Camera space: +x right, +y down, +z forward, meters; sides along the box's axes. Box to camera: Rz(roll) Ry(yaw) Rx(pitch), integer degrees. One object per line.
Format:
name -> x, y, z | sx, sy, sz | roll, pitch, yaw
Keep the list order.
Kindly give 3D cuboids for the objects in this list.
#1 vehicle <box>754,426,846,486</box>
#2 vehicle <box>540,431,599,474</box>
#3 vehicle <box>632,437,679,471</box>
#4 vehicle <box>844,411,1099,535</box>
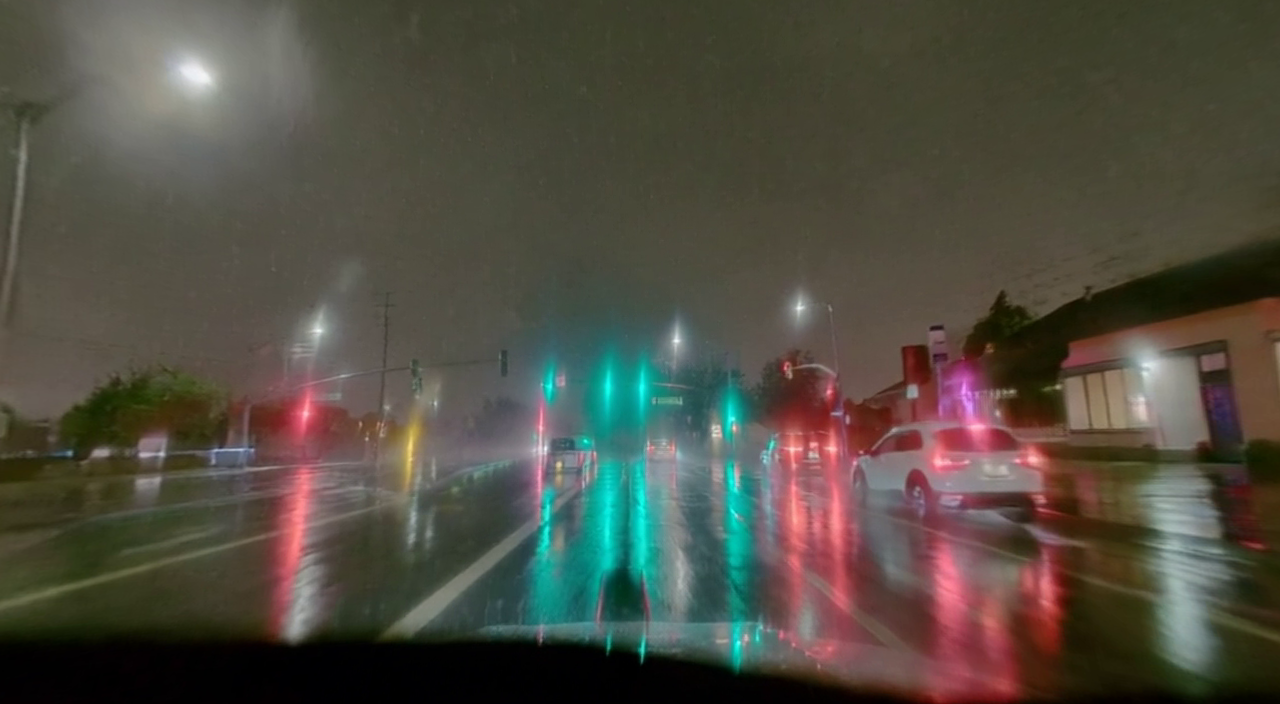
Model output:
vehicle -> 5.776, 3.767, 23.490 | 2.112, 1.966, 4.642 | -1, -7, -1
vehicle -> -3.108, 4.548, 28.766 | 2.150, 1.779, 4.423 | 0, -8, 1
vehicle -> 0.675, 4.840, 30.065 | 2.075, 1.480, 3.920 | 0, -8, -1
vehicle -> 5.607, 2.056, 11.626 | 2.069, 1.776, 4.797 | 0, -7, 0
